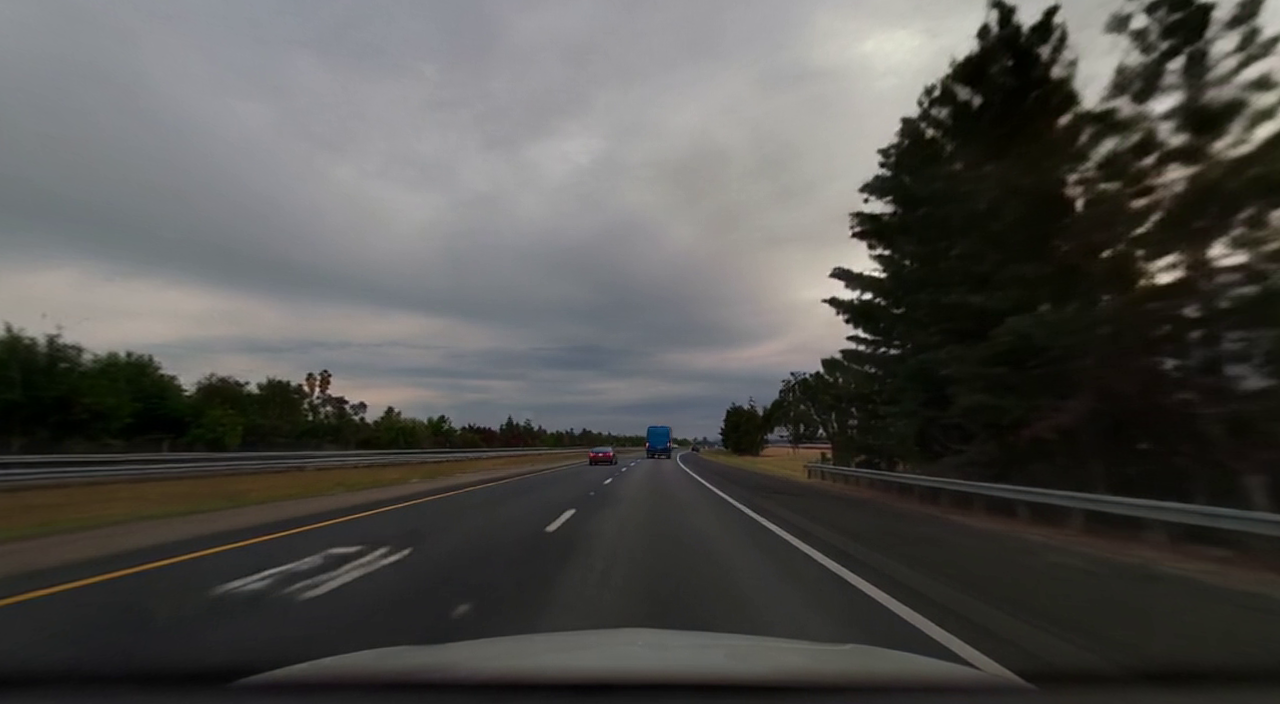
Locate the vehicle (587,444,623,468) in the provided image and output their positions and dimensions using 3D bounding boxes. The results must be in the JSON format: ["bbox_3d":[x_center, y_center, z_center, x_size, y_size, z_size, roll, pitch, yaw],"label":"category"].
[{"bbox_3d":[-2.384,7.225,43.909,2.199,1.555,4.451,0,-9,1],"label":"vehicle"}]
